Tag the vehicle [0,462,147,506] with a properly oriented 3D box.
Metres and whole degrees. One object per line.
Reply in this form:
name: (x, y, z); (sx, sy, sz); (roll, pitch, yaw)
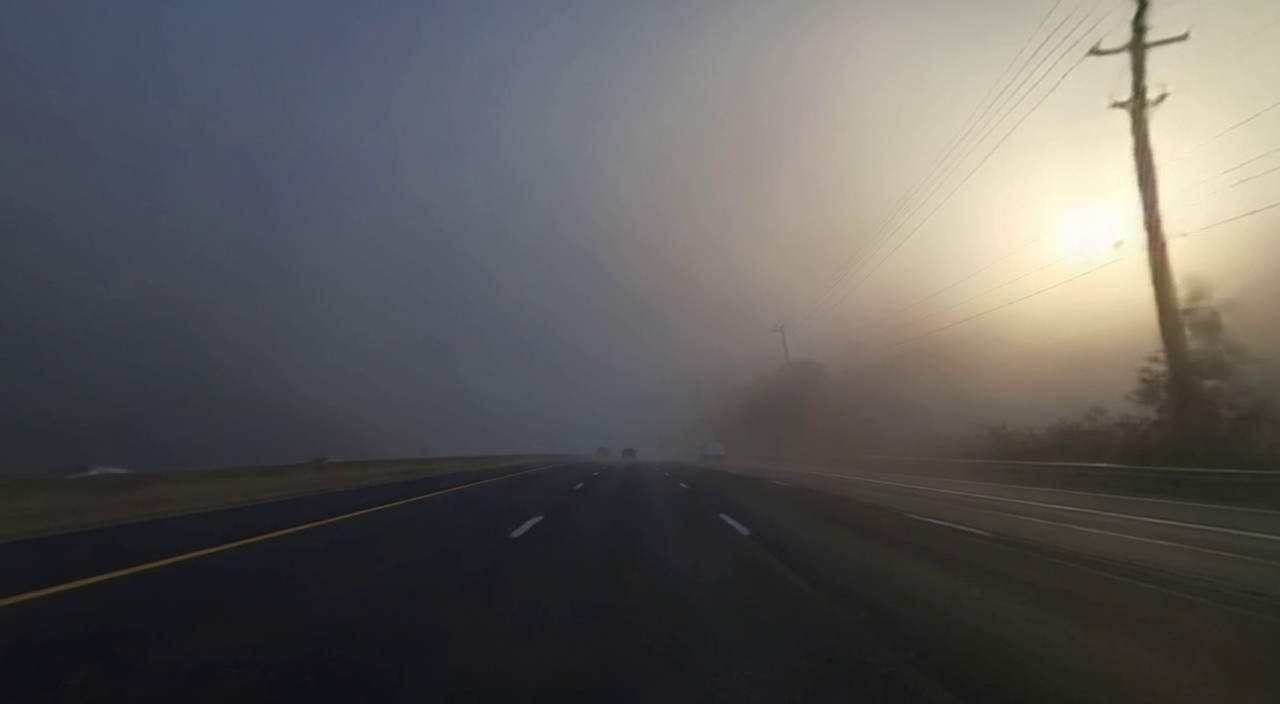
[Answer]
vehicle: (-25.653, 5.886, 28.648); (2.119, 1.654, 5.632); (0, -9, 0)
